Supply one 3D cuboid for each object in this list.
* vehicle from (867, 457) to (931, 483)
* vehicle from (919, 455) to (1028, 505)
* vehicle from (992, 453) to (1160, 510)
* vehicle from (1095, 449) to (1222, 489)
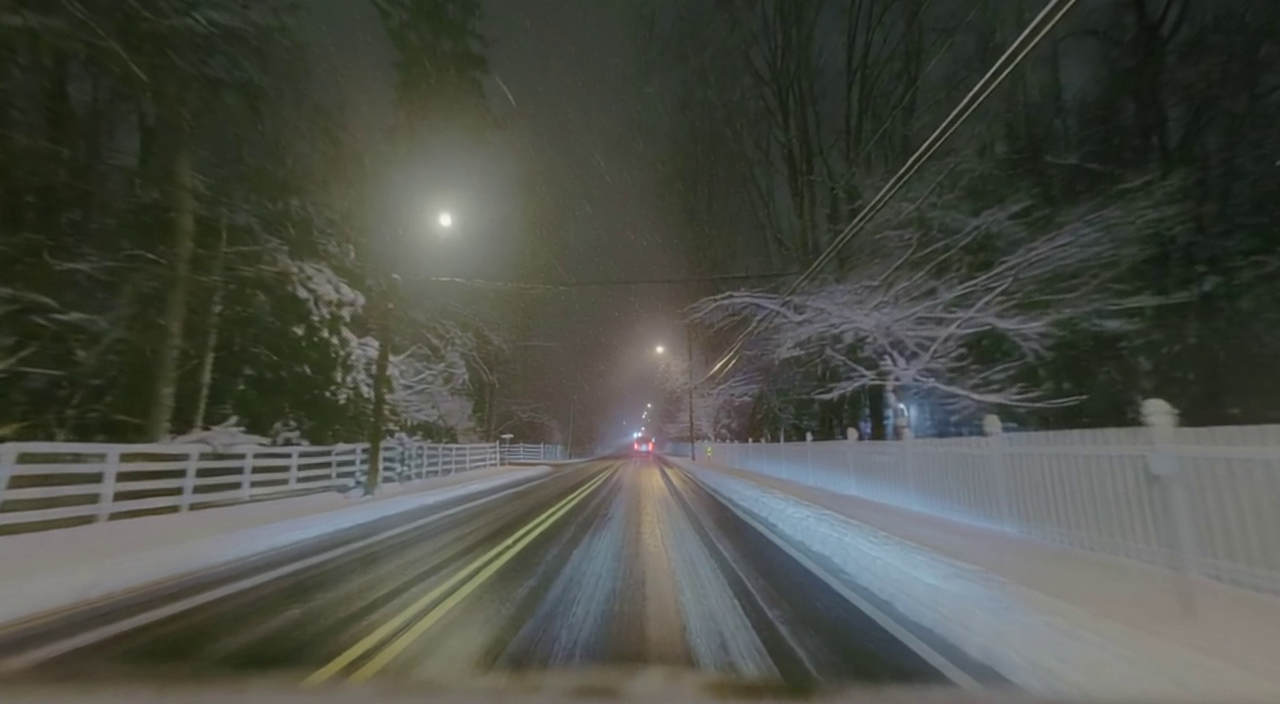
[{"bbox_3d":[16.183,7.383,39.645,2.001,1.450,4.481,0,-8,-2],"label":"vehicle"},{"bbox_3d":[14.402,5.517,27.667,2.009,1.781,5.311,-1,-8,2],"label":"vehicle"},{"bbox_3d":[18.263,5.393,26.897,2.328,1.955,5.699,-3,-9,-11],"label":"vehicle"},{"bbox_3d":[21.479,4.843,26.321,1.782,1.451,3.741,-2,-9,-7],"label":"vehicle"}]
